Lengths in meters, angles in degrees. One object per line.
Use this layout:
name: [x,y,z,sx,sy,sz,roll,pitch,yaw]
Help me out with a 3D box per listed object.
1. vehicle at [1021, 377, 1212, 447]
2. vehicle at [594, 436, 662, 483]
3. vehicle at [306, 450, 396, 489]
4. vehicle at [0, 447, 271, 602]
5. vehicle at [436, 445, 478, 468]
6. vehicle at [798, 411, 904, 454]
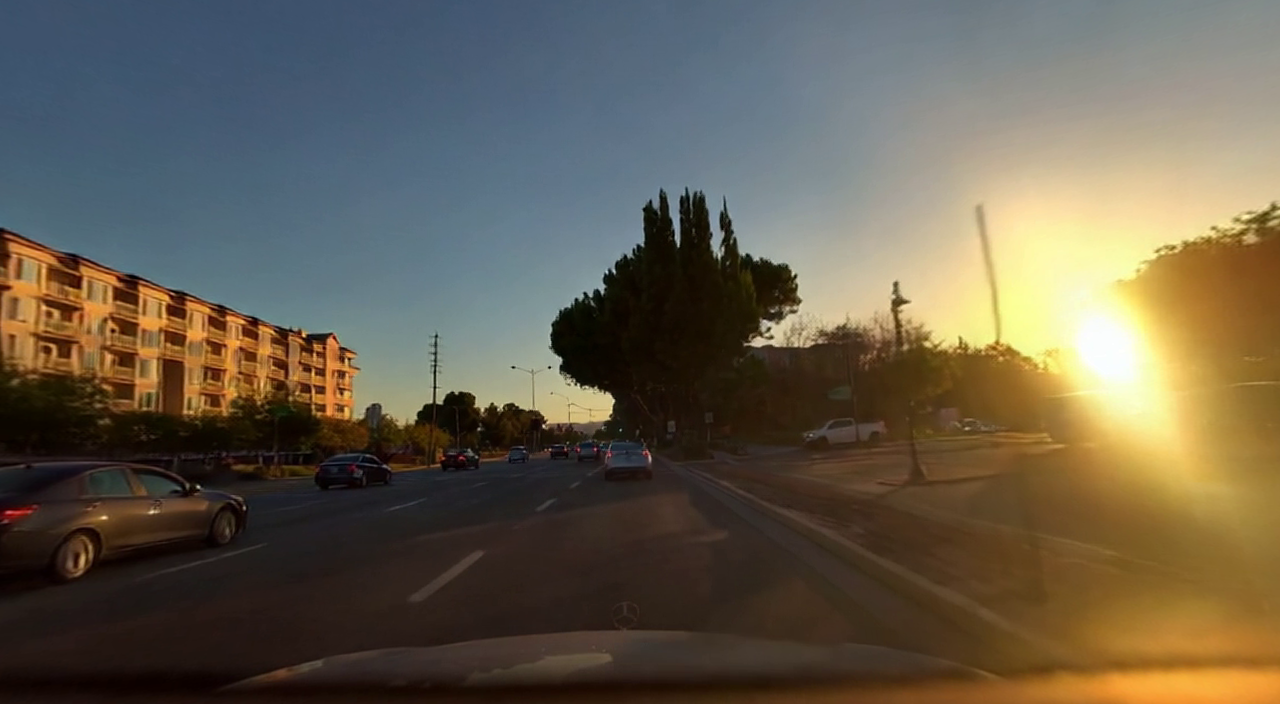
vehicle: [15.844,2.184,21.535,2.395,2.028,5.135,0,-9,-1]
vehicle: [-0.401,3.687,21.963,2.099,1.469,4.389,0,-8,-1]
vehicle: [-12.270,4.979,27.210,2.024,1.484,4.592,1,-9,-5]
vehicle: [-7.045,1.951,8.057,1.906,1.449,4.576,0,-8,0]
vehicle: [-14.272,8.182,49.527,2.064,1.686,4.380,0,-8,-1]
vehicle: [12.697,4.853,38.310,5.253,2.014,2.666,-5,-6,-4]
